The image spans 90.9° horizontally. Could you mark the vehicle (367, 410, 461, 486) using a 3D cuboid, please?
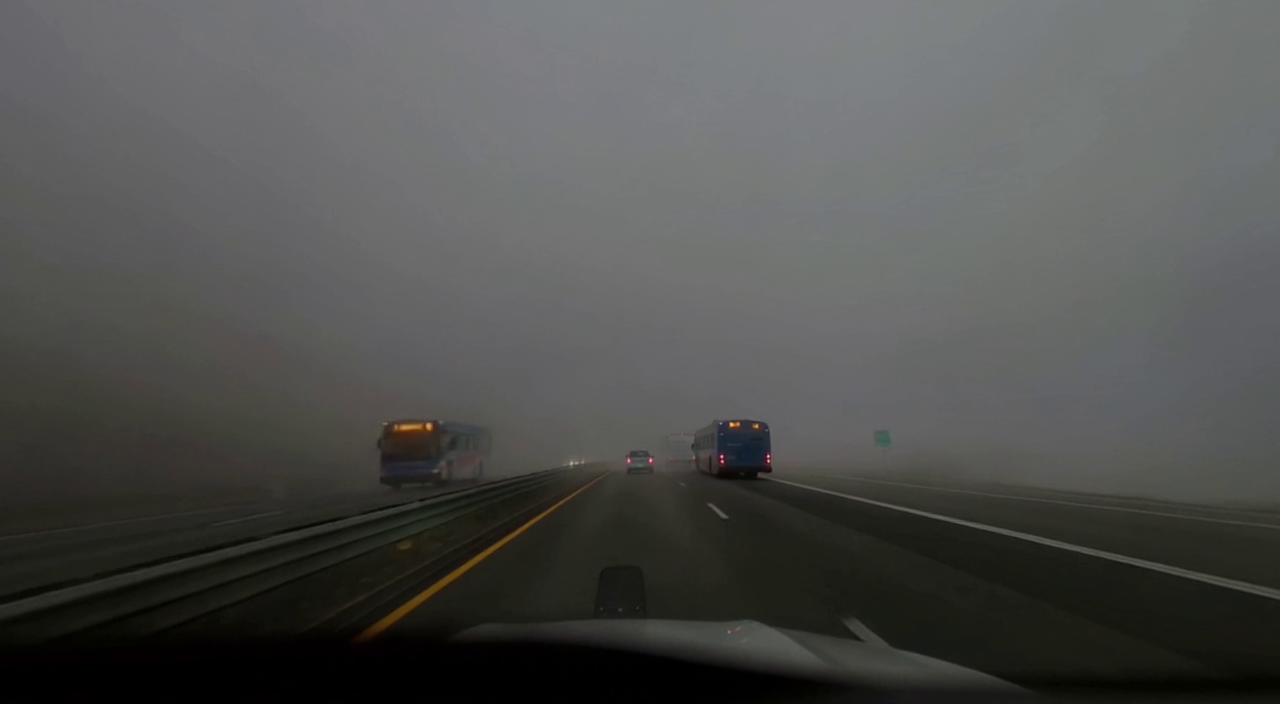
[{"bbox_3d":[-12.953,5.608,36.808,2.999,4.011,6.198,0,-9,1],"label":"vehicle"}]

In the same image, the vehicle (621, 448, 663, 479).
[{"bbox_3d":[0.090,5.568,31.724,2.004,1.449,3.817,0,-9,0],"label":"vehicle"}]

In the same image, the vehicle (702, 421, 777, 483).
[{"bbox_3d":[4.433,4.618,29.223,2.440,2.555,5.957,0,-9,0],"label":"vehicle"}]
